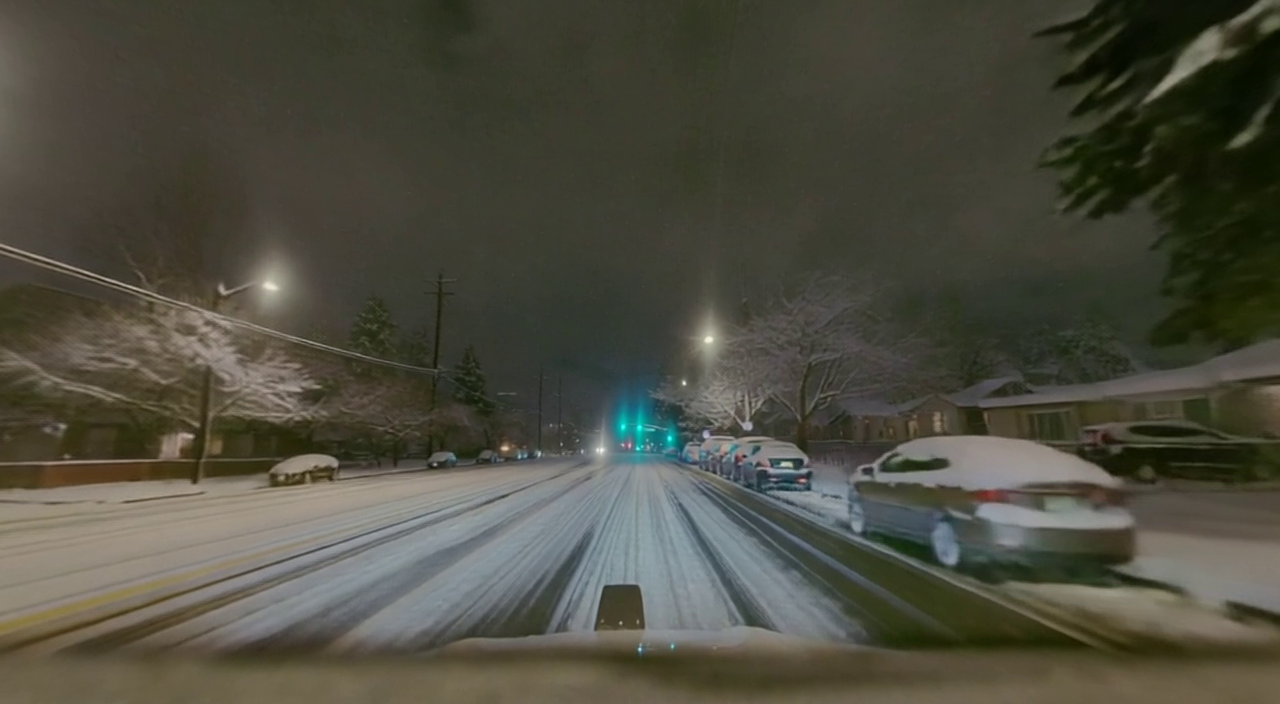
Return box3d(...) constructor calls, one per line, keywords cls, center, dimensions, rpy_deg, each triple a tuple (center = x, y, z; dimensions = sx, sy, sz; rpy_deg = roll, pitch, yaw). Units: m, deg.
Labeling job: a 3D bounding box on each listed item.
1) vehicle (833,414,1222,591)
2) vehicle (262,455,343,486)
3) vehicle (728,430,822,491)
box3d(cls="vehicle", center=(4.578, 1.849, 8.753), dimensions=(2.154, 1.718, 4.980), rpy_deg=(0, -9, -1))
box3d(cls="vehicle", center=(-17.669, 6.211, 33.351), dimensions=(1.831, 1.428, 4.456), rpy_deg=(-1, -9, -1))
box3d(cls="vehicle", center=(4.467, 3.694, 21.836), dimensions=(2.078, 1.837, 5.088), rpy_deg=(0, -9, -1))
